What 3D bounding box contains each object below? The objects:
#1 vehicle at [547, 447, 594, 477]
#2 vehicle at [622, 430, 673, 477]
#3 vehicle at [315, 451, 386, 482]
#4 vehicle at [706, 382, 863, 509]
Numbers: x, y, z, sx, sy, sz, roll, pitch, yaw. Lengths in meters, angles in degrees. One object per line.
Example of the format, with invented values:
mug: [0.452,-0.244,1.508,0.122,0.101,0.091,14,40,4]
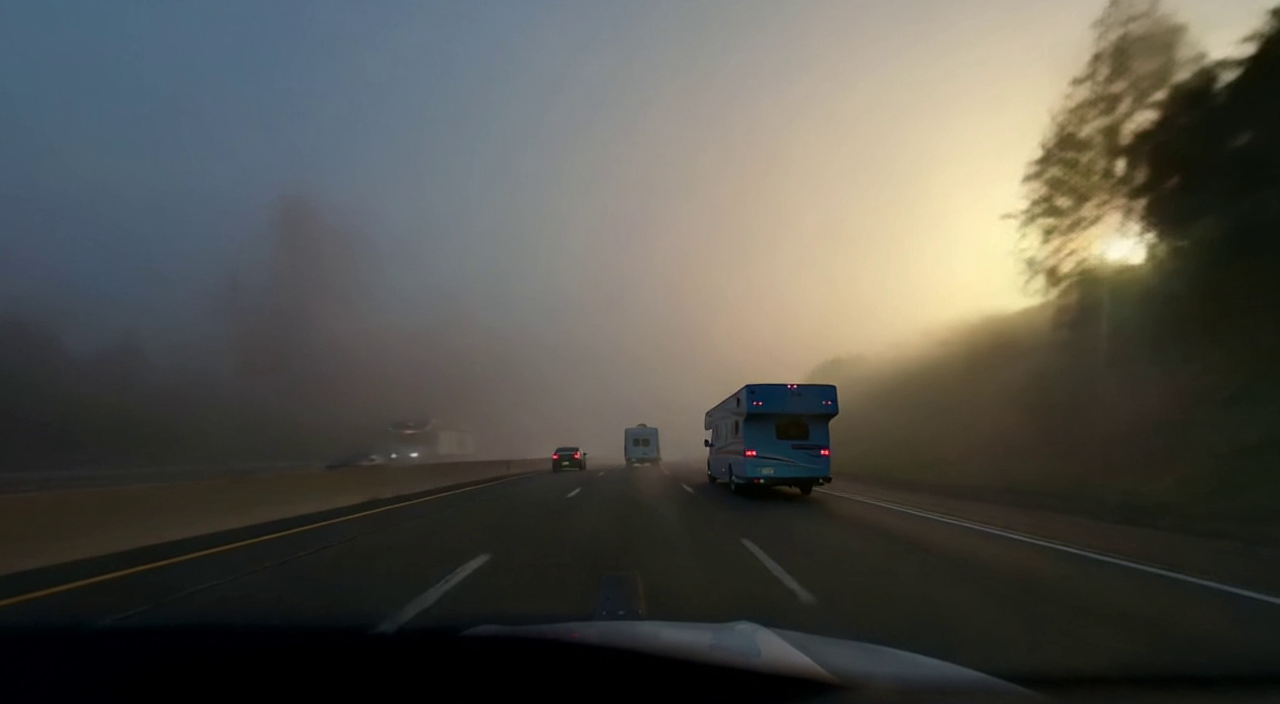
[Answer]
vehicle: [-3.675,5.901,34.160,1.959,1.502,4.559,0,-9,1]
vehicle: [0.380,5.409,33.807,2.524,2.310,4.986,0,-9,0]
vehicle: [-15.354,6.078,33.730,1.810,1.482,4.172,0,-9,0]
vehicle: [3.723,2.711,18.275,2.607,2.910,7.252,0,-9,-2]
